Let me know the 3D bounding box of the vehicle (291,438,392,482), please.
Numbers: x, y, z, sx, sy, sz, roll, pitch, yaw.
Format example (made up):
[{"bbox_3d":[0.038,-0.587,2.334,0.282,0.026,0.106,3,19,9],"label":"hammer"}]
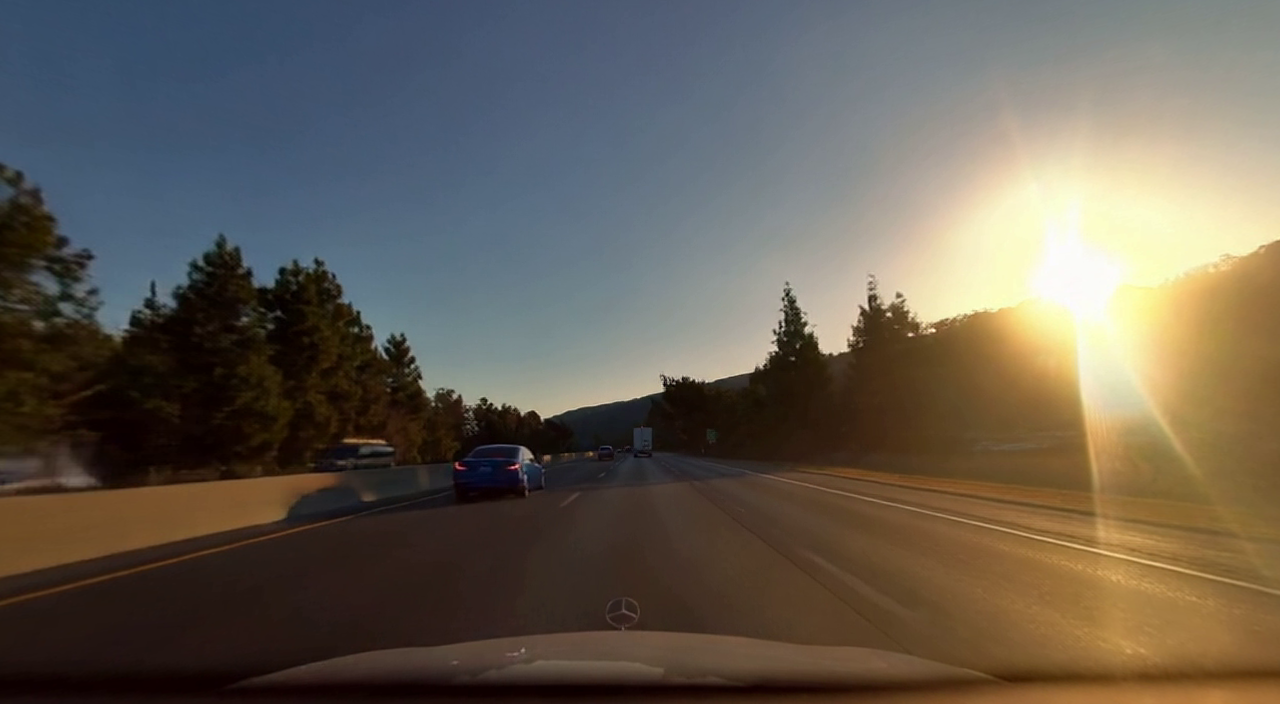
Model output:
[{"bbox_3d":[-16.797,6.137,36.070,2.441,2.242,6.646,-1,-9,1],"label":"vehicle"}]

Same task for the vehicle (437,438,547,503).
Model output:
[{"bbox_3d":[-3.855,3.170,17.200,2.018,1.548,3.849,-1,-9,1],"label":"vehicle"}]
